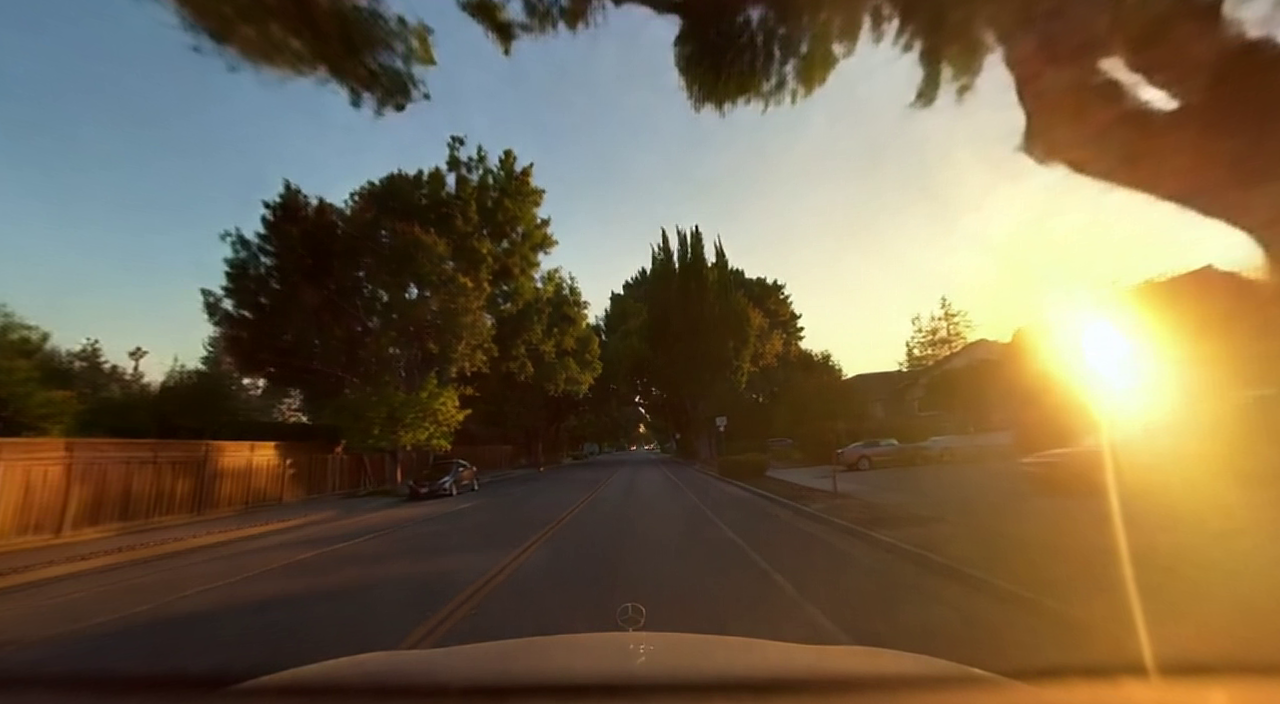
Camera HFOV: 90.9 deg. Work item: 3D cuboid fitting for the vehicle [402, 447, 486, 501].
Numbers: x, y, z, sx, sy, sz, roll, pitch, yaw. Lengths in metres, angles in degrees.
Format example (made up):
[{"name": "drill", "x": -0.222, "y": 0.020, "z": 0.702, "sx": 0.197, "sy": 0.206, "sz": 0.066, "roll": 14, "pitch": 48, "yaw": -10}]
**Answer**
[{"name": "vehicle", "x": -7.667, "y": 4.753, "z": 24.983, "sx": 1.945, "sy": 1.760, "sz": 4.021, "roll": -3, "pitch": -8, "yaw": 2}]
